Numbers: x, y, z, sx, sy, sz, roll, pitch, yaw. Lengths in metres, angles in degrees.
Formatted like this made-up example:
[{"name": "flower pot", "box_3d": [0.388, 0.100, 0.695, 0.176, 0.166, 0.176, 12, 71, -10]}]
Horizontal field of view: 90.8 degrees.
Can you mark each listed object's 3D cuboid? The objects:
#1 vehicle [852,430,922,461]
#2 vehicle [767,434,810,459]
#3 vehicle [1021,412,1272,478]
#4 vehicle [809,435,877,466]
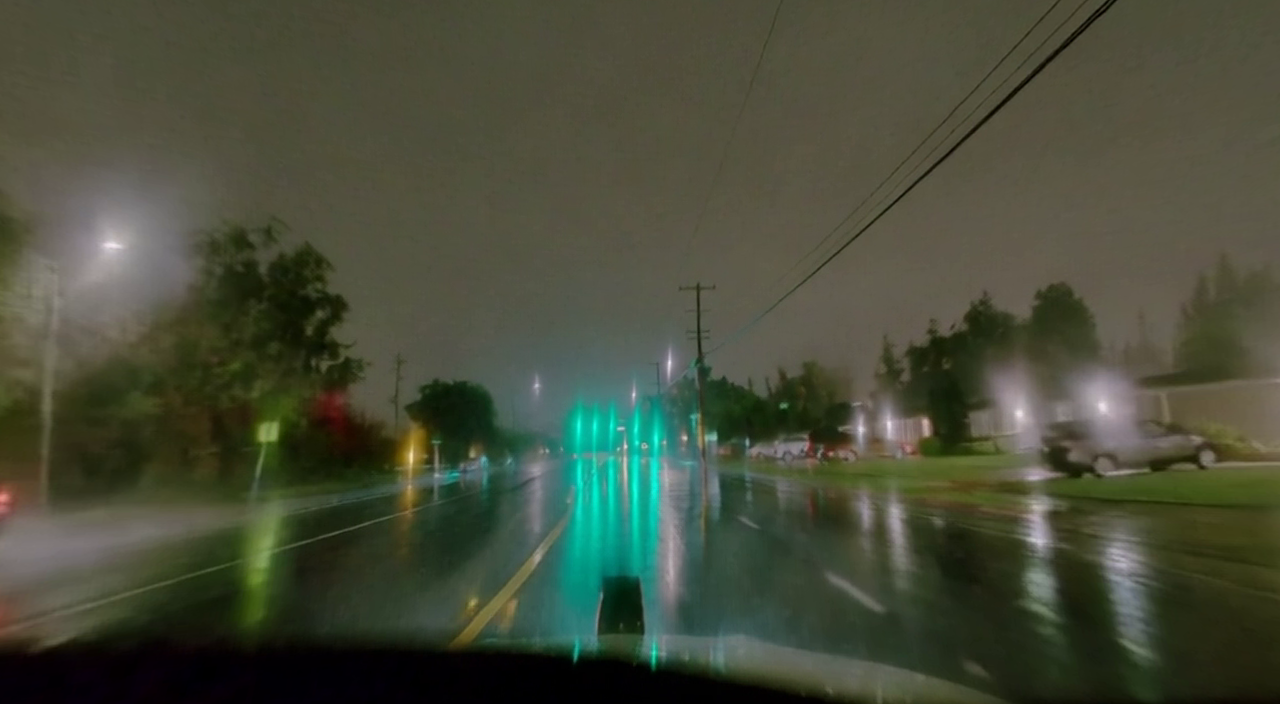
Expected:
[{"name": "vehicle", "box_3d": [12.812, 4.905, 33.072, 1.889, 1.499, 4.218, 0, -8, -1]}, {"name": "vehicle", "box_3d": [10.817, 6.916, 46.327, 2.044, 1.716, 4.637, 0, -8, 1]}, {"name": "vehicle", "box_3d": [12.841, 2.391, 16.269, 4.767, 1.557, 1.994, 0, -8, -2]}, {"name": "vehicle", "box_3d": [10.321, 5.034, 32.501, 1.847, 1.455, 4.650, 0, -8, -1]}]
